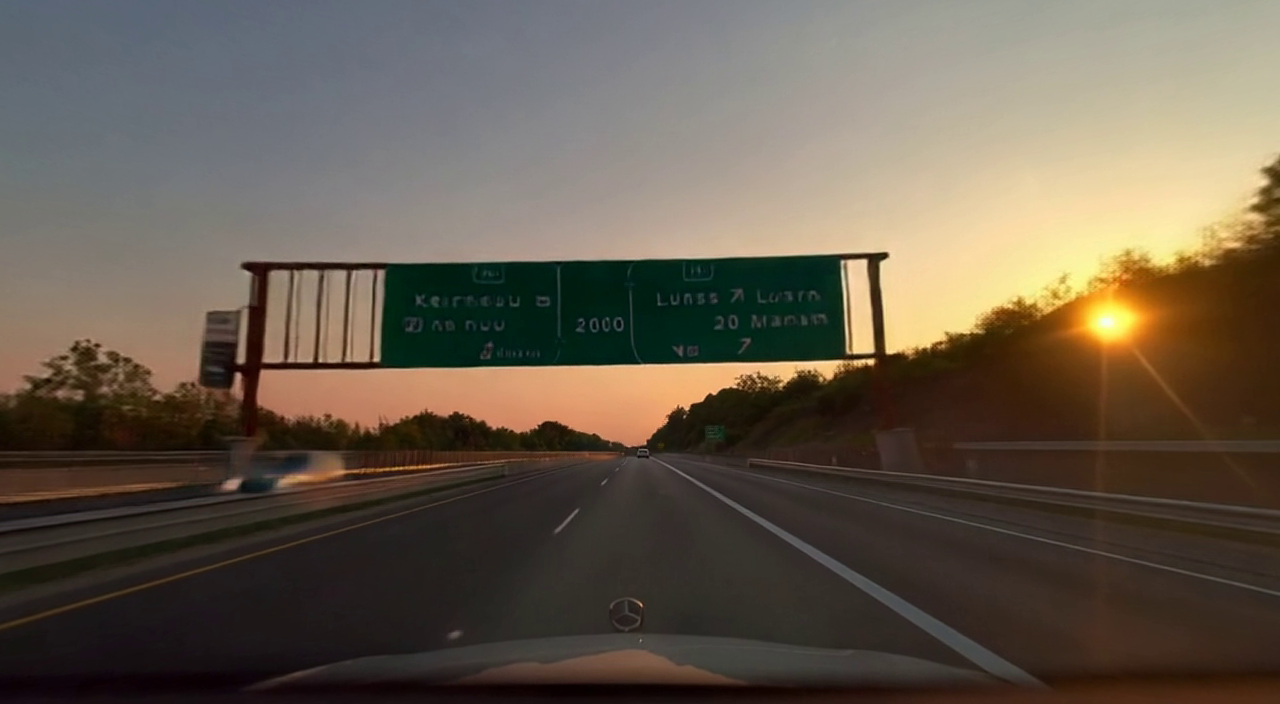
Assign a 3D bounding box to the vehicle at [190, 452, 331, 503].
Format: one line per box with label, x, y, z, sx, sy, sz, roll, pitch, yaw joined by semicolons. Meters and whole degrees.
vehicle;-12.346;4.076;20.928;1.944;1.473;4.398;0;-9;0
